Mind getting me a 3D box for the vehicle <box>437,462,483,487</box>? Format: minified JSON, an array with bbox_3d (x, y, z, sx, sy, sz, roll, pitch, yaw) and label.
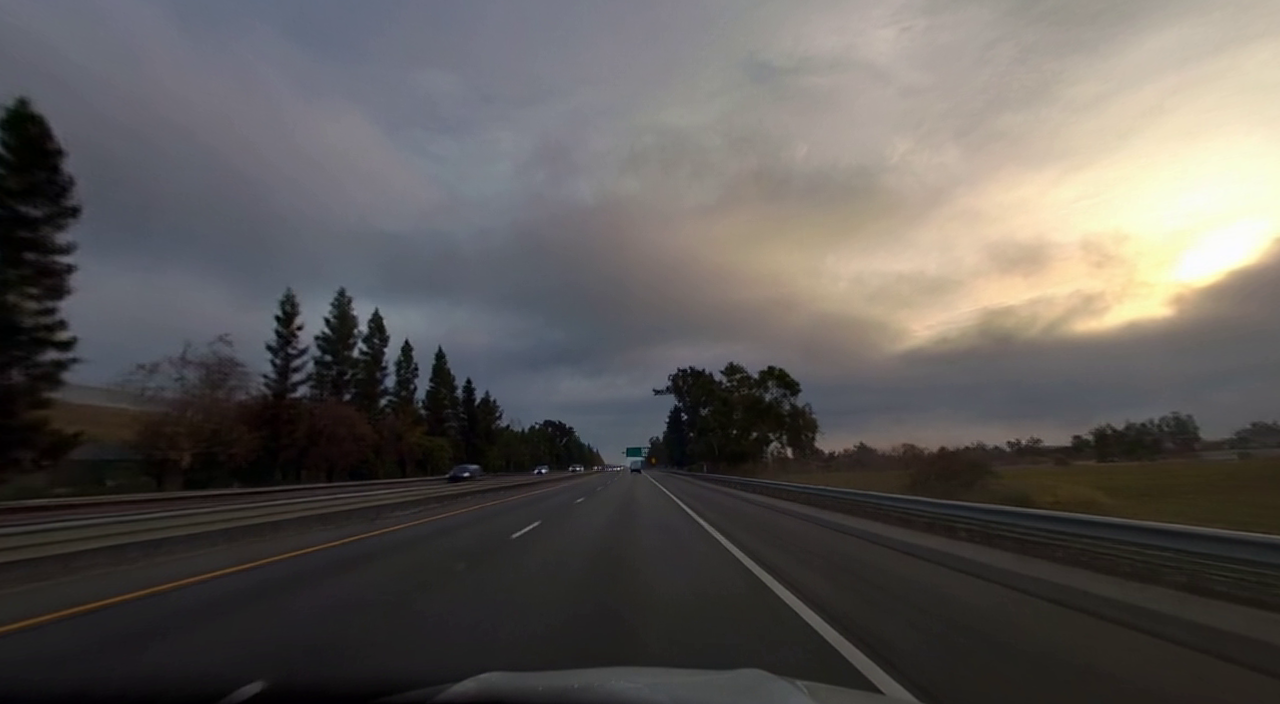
[{"bbox_3d":[-12.672,8.663,44.572,1.927,1.669,4.199,0,-11,1],"label":"vehicle"}]
